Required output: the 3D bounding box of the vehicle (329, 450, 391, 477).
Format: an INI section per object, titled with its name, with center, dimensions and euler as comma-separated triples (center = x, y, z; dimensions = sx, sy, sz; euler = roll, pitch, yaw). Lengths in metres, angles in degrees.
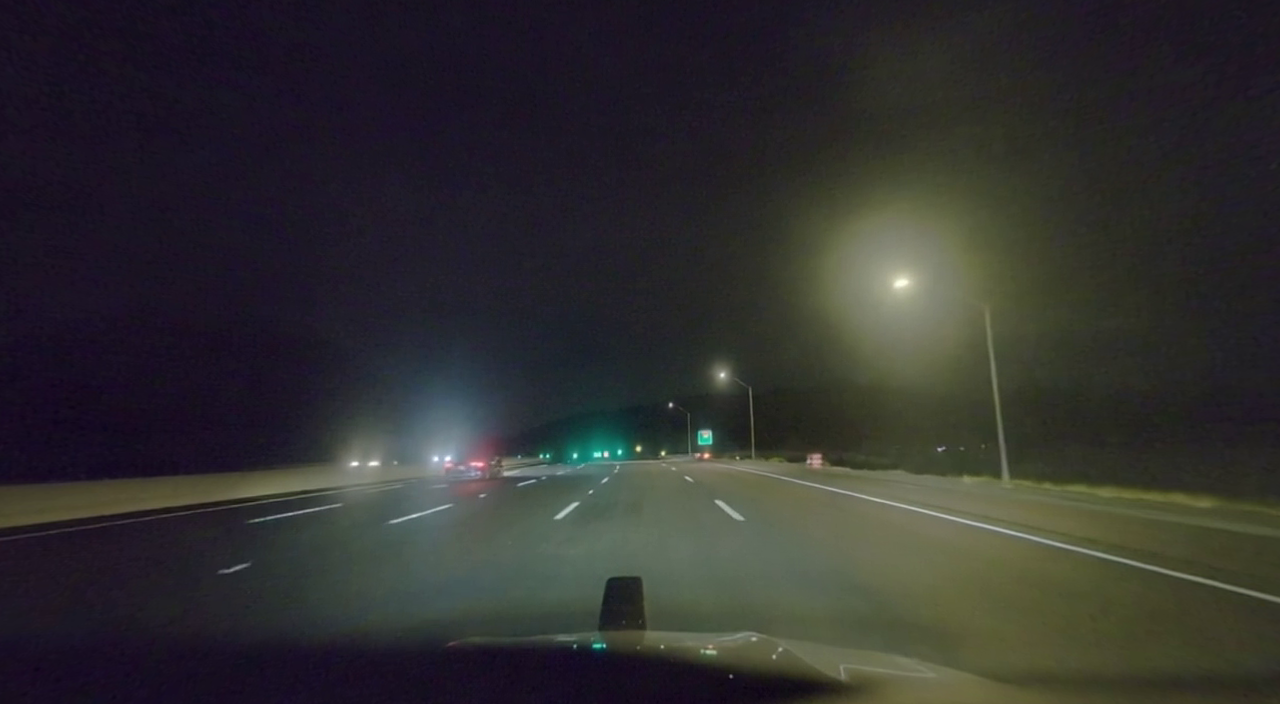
[vehicle]
center = -17.614, 7.017, 39.926
dimensions = 1.927, 1.517, 4.410
euler = 0, -8, -1
